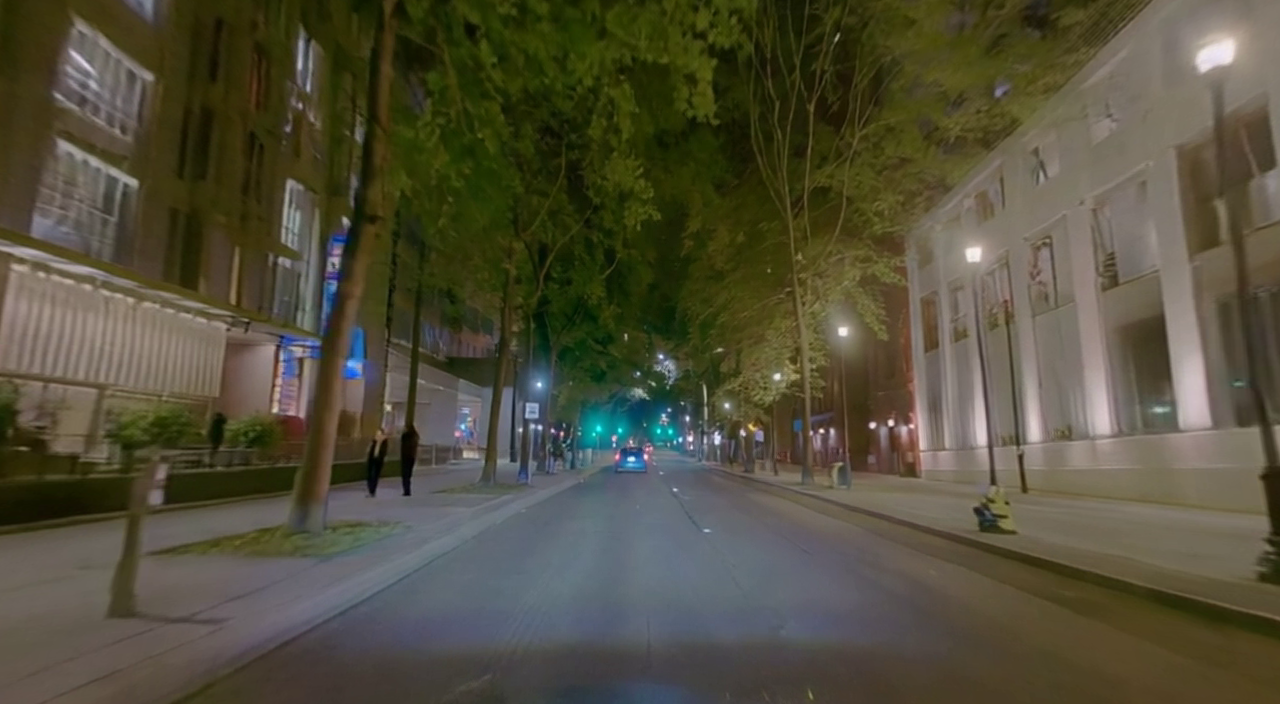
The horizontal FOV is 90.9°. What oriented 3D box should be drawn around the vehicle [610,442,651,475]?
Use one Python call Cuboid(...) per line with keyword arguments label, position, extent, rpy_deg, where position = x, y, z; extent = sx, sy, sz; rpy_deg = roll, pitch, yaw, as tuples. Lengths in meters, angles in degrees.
Cuboid(label="vehicle", position=(-0.523, 5.690, 33.969), extent=(2.079, 1.621, 3.861), rpy_deg=(0, -8, -1))
